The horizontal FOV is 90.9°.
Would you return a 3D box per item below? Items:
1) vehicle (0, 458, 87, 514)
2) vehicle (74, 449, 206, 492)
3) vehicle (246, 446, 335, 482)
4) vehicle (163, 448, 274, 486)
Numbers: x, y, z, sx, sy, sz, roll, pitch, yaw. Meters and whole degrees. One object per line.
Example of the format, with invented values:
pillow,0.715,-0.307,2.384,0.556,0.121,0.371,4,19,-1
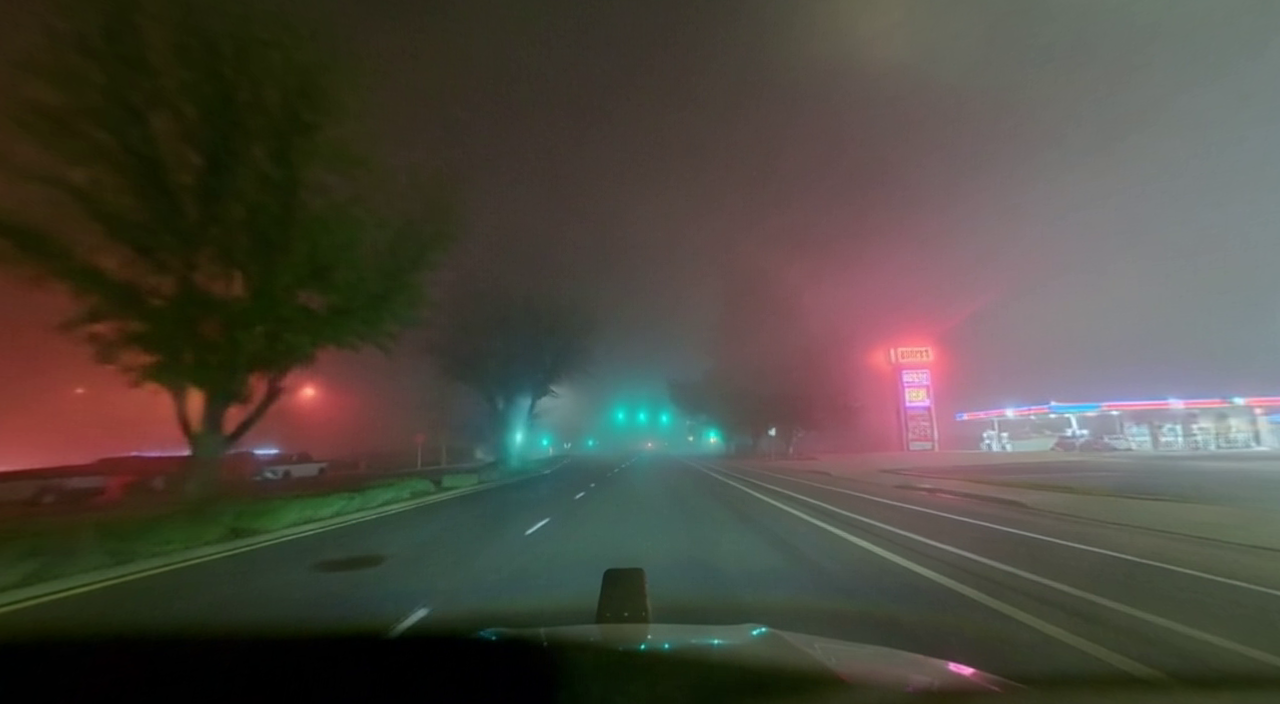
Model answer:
vehicle,-25.299,5.435,25.246,4.386,2.004,1.991,-4,-9,-2
vehicle,-23.703,5.592,30.037,4.271,1.902,2.281,0,-8,1
vehicle,-24.064,7.685,43.546,5.040,2.072,1.949,-3,-6,0
vehicle,-23.649,6.447,35.482,4.634,1.977,2.282,-1,-9,3
